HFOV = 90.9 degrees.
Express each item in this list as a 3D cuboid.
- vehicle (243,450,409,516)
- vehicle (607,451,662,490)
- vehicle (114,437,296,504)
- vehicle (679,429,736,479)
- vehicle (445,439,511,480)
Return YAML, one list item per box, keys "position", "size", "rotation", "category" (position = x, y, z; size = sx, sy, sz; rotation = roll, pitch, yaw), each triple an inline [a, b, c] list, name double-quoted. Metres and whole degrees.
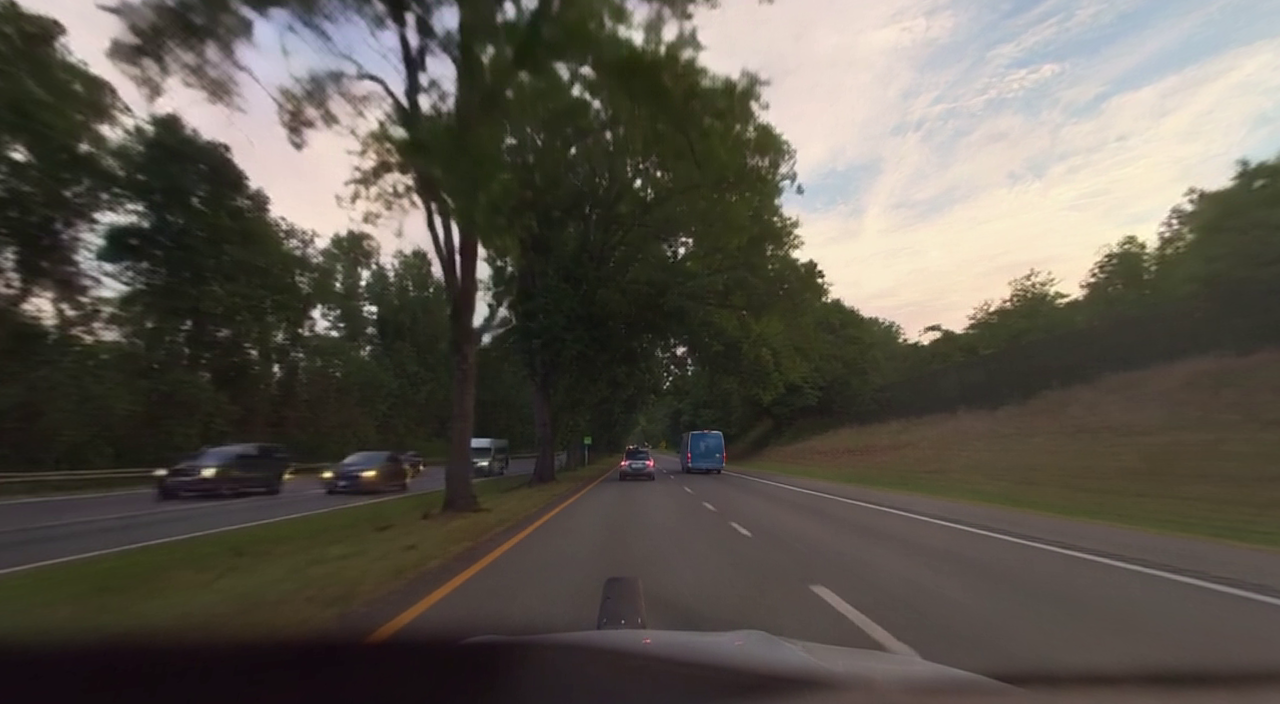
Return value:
- position: [-7.593, 3.178, 15.806]
  size: [1.970, 1.383, 4.178]
  rotation: [0, -9, 0]
  category: "vehicle"
- position: [-0.200, 4.742, 25.580]
  size: [2.037, 1.417, 3.885]
  rotation: [0, -9, 0]
  category: "vehicle"
- position: [-11.865, 3.251, 17.630]
  size: [2.074, 1.614, 4.220]
  rotation: [0, -9, 0]
  category: "vehicle"
- position: [3.723, 5.844, 36.235]
  size: [2.513, 2.633, 5.930]
  rotation: [0, -9, -1]
  category: "vehicle"
- position: [-7.918, 5.303, 31.304]
  size: [2.023, 1.871, 4.993]
  rotation: [0, -9, -1]
  category: "vehicle"
